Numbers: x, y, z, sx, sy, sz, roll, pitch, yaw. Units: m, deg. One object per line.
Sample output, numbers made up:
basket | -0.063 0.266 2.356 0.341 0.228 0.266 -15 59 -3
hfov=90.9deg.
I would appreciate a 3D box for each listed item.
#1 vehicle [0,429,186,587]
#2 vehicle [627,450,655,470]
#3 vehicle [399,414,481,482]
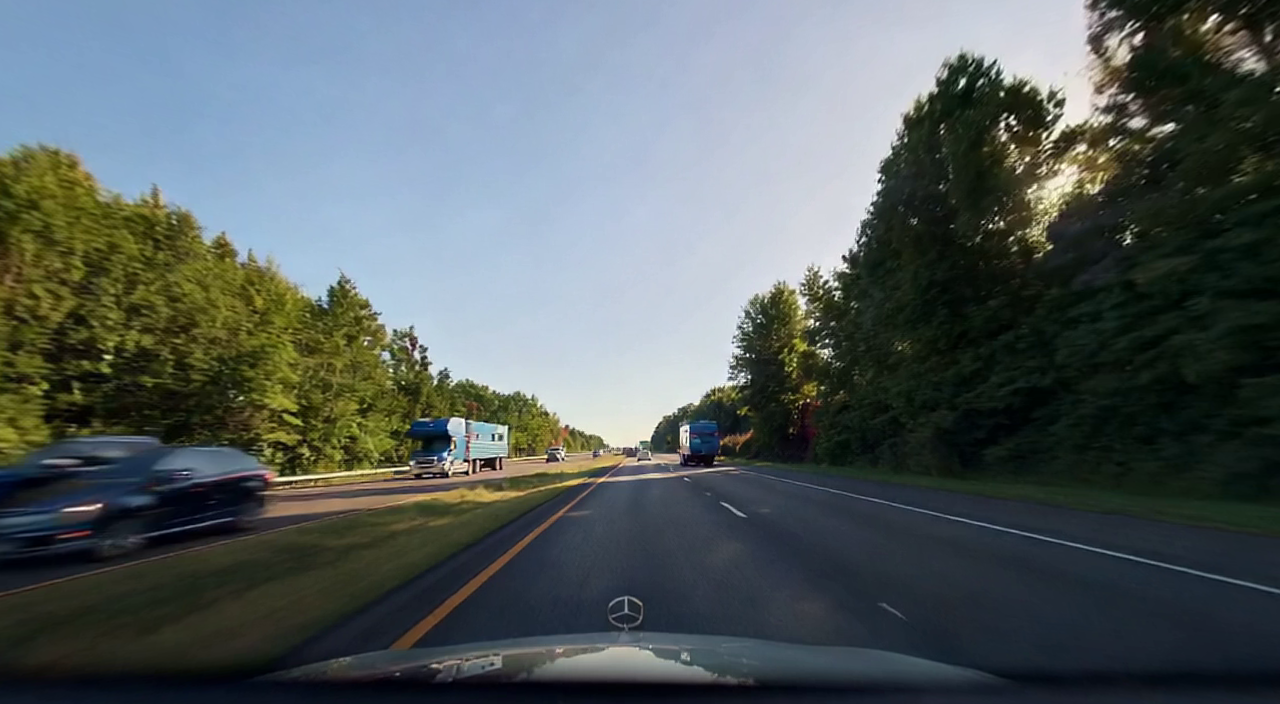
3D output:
vehicle | -8.104 1.830 7.608 2.005 1.730 4.270 0 -9 0
vehicle | 0.067 7.722 45.200 1.926 1.386 3.615 0 -9 0
vehicle | -12.464 6.064 39.925 3.069 3.904 6.259 0 -9 0
